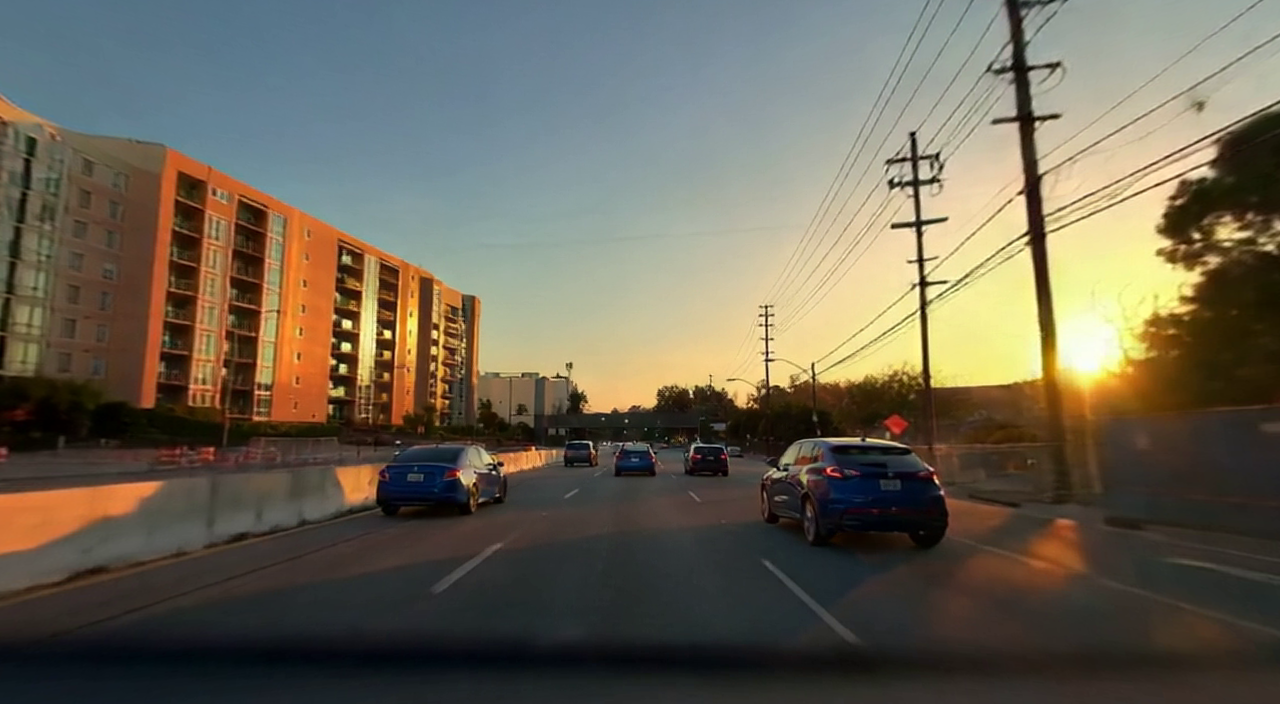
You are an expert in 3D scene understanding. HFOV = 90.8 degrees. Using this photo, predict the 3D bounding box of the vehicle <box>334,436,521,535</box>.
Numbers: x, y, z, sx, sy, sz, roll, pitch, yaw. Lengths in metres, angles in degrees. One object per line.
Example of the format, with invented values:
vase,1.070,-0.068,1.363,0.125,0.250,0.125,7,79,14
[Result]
vehicle,-3.626,2.334,11.714,1.968,1.473,4.209,0,-8,0

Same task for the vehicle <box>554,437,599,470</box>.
vehicle,-3.702,6.034,37.753,2.190,1.832,4.417,0,-8,1

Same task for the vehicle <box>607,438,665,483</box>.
vehicle,-0.161,4.558,26.879,2.291,1.714,4.217,0,-8,0

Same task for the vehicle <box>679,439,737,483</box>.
vehicle,2.937,4.812,28.255,2.029,1.797,4.218,0,-8,-1

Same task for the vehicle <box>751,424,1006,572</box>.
vehicle,2.980,1.906,9.008,1.975,1.598,4.025,0,-8,-1
